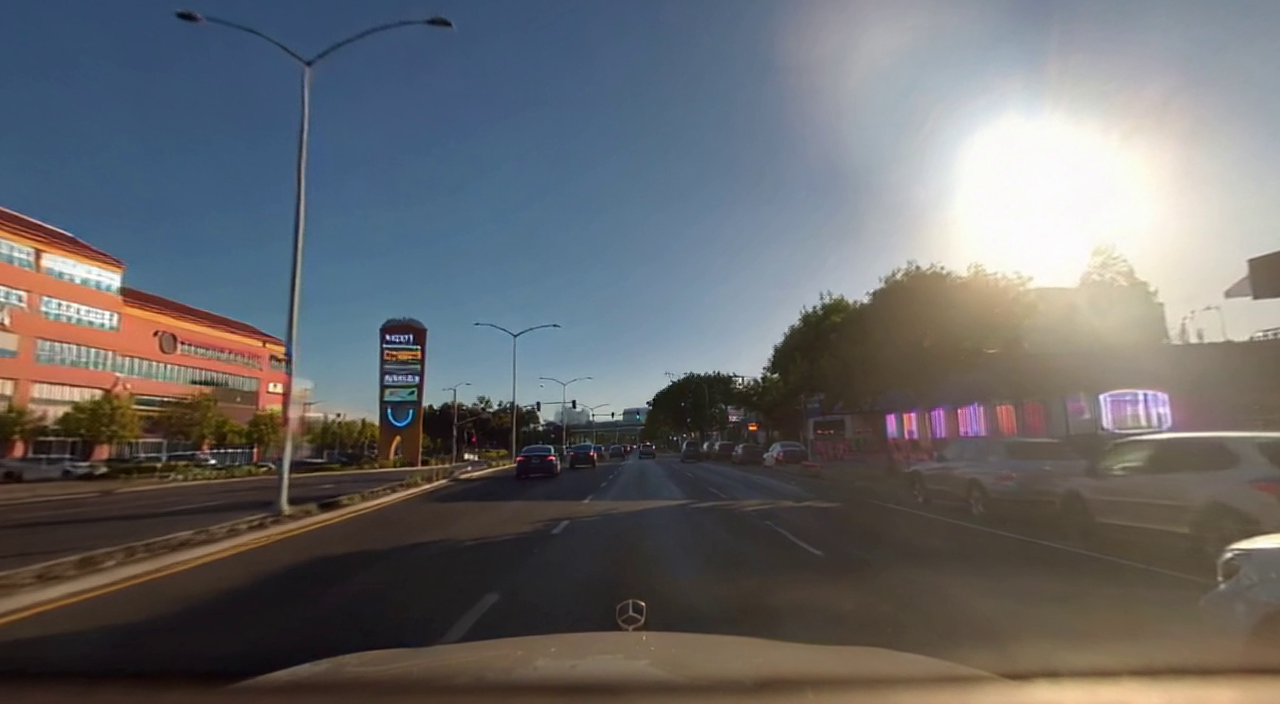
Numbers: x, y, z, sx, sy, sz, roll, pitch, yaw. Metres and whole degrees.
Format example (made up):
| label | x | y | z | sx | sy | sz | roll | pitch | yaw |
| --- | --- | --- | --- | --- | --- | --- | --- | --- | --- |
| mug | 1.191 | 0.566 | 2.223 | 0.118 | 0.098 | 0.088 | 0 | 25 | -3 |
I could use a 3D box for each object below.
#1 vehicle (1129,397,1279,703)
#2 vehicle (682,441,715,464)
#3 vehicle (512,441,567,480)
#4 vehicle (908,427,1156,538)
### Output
| label | x | y | z | sx | sy | sz | roll | pitch | yaw |
| --- | --- | --- | --- | --- | --- | --- | --- | --- | --- |
| vehicle | 3.446 | 0.685 | 0.829 | 1.981 | 1.499 | 4.536 | 0 | -9 | 1 |
| vehicle | 4.407 | 7.691 | 48.308 | 2.007 | 1.683 | 4.171 | 0 | -9 | -1 |
| vehicle | -4.262 | 4.655 | 27.315 | 1.917 | 1.511 | 4.436 | 0 | -9 | -3 |
| vehicle | 7.243 | 2.430 | 12.402 | 1.928 | 1.729 | 4.619 | 0 | -9 | 1 |
